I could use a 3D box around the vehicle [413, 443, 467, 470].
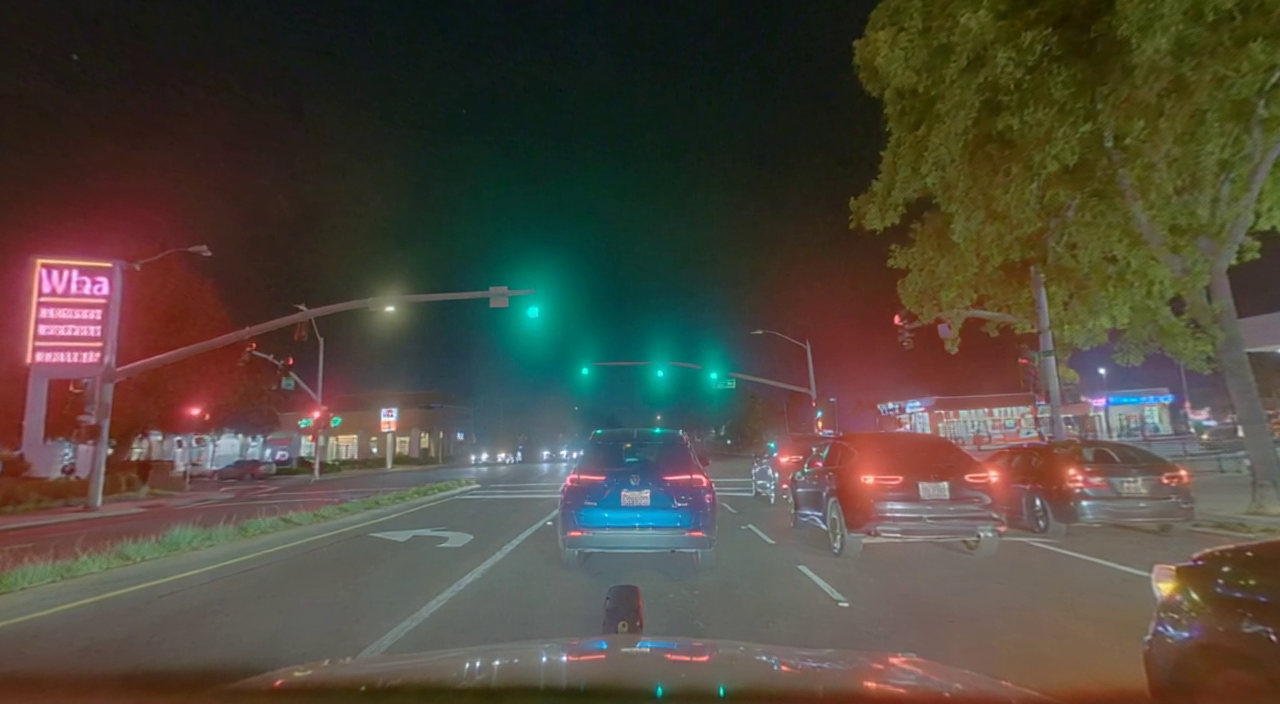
[{"bbox_3d":[-15.074,7.937,47.997,2.395,1.903,4.860,-1,-9,1],"label":"vehicle"}]

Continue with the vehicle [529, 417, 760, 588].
[{"bbox_3d":[0.018,1.700,7.864,2.154,1.577,3.723,0,-9,-1],"label":"vehicle"}]

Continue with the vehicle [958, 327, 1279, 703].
[{"bbox_3d":[2.990,0.713,1.620,2.075,1.661,4.401,0,-9,1],"label":"vehicle"}]

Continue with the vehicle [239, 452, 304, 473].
[{"bbox_3d":[-28.572,8.583,49.153,4.205,1.541,1.780,4,-10,-28],"label":"vehicle"}]

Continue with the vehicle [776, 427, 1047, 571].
[{"bbox_3d":[3.328,1.867,8.824,1.865,1.496,4.170,0,-9,-1],"label":"vehicle"}]

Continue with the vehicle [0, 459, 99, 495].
[{"bbox_3d":[-27.197,5.541,28.087,4.285,1.427,1.883,3,-9,-23],"label":"vehicle"}]

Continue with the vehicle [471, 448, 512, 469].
[{"bbox_3d":[-11.249,8.065,48.199,2.099,1.478,4.411,0,-9,0],"label":"vehicle"}]
